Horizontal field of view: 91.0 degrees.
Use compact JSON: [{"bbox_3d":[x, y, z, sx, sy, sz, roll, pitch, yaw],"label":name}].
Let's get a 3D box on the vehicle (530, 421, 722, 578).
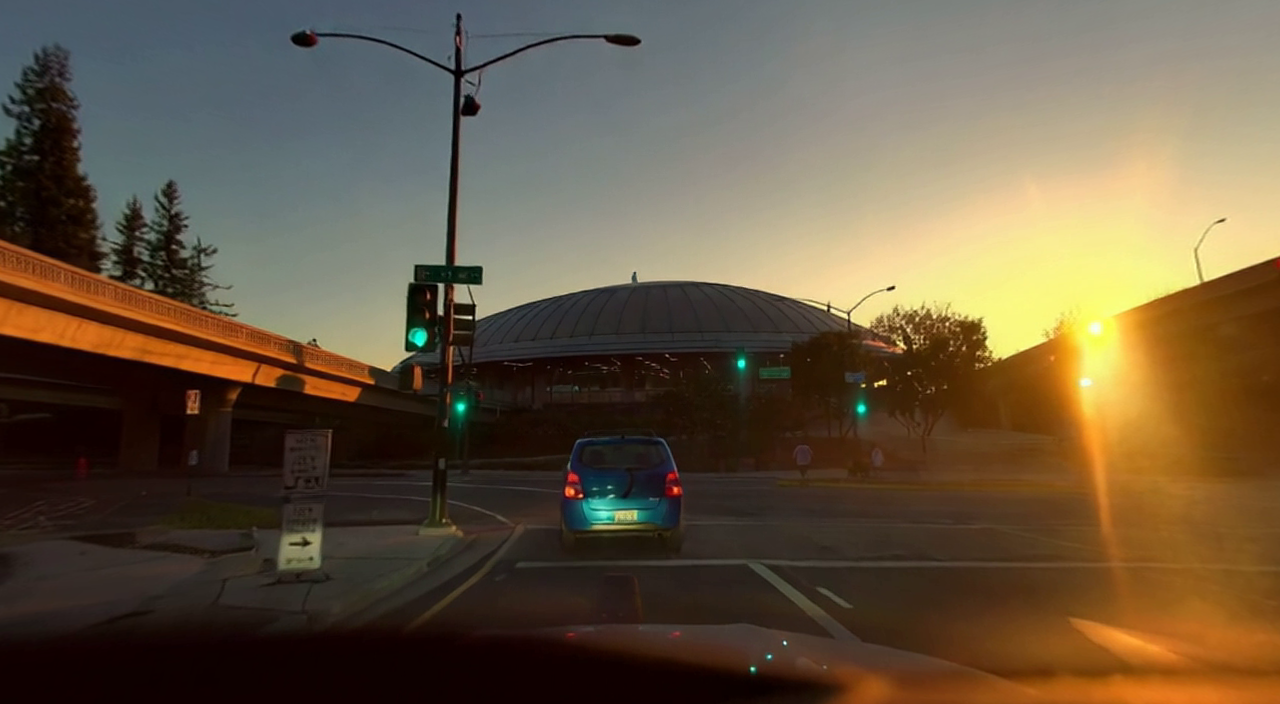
[{"bbox_3d":[-0.277,1.816,8.452,1.976,1.584,3.772,1,-9,-4],"label":"vehicle"}]
